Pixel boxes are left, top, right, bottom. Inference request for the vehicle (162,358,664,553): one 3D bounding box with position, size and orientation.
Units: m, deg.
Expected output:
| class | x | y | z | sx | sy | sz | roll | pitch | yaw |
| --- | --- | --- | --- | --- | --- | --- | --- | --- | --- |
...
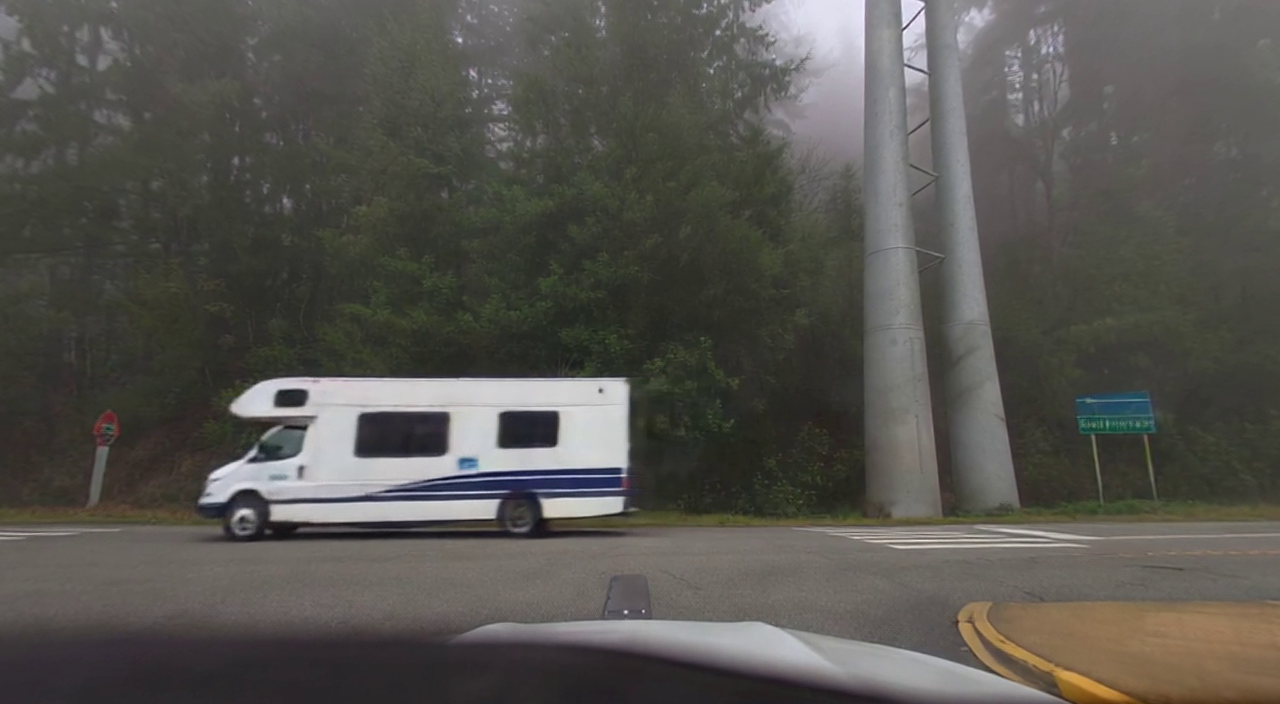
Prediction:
| class | x | y | z | sx | sy | sz | roll | pitch | yaw |
| --- | --- | --- | --- | --- | --- | --- | --- | --- | --- |
| vehicle | -3.749 | 1.934 | 12.038 | 8.152 | 3.185 | 2.776 | 0 | -9 | -3 |
